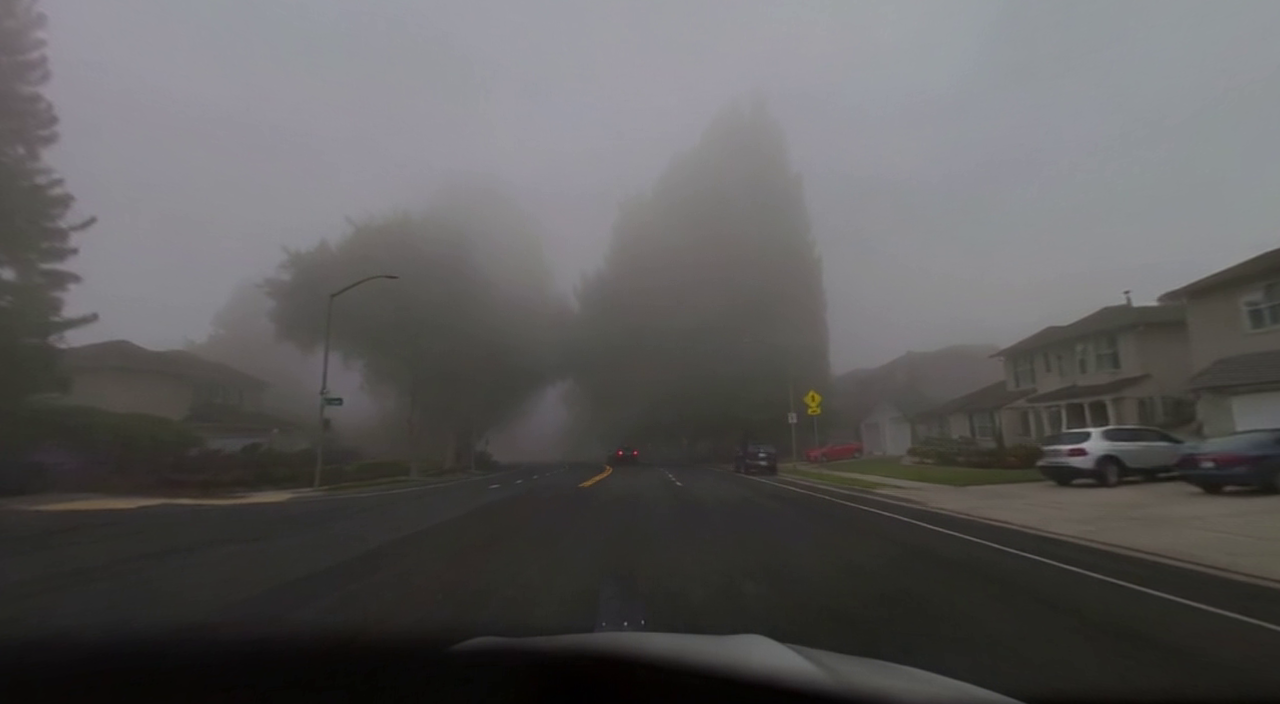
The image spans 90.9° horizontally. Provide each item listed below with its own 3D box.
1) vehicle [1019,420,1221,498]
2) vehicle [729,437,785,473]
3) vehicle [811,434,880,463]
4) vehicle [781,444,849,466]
[{"bbox_3d":[14.512,3.106,19.081,5.277,1.749,2.335,-1,-3,-21],"label":"vehicle"},{"bbox_3d":[6.915,6.168,38.154,2.348,1.986,6.289,0,-8,1],"label":"vehicle"},{"bbox_3d":[15.913,7.484,49.198,2.205,1.995,5.543,-1,-7,-16],"label":"vehicle"},{"bbox_3d":[12.631,7.448,45.538,4.508,1.462,1.721,4,-10,-16],"label":"vehicle"}]
